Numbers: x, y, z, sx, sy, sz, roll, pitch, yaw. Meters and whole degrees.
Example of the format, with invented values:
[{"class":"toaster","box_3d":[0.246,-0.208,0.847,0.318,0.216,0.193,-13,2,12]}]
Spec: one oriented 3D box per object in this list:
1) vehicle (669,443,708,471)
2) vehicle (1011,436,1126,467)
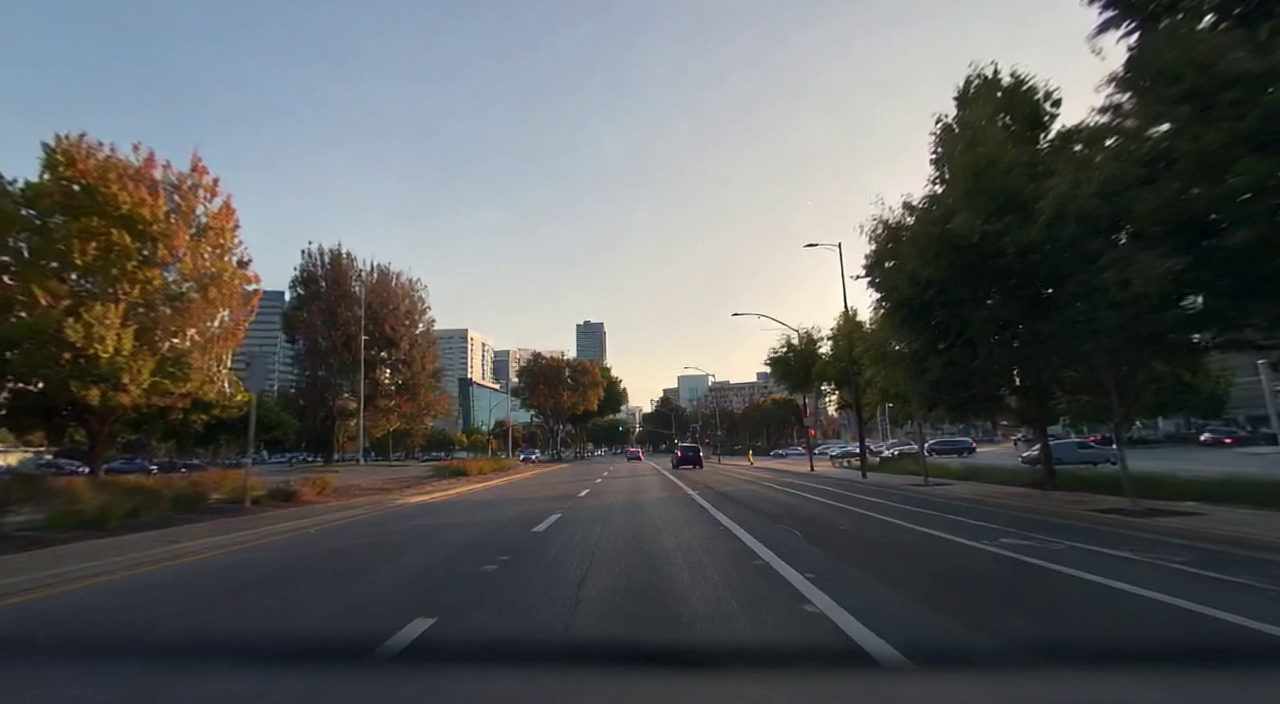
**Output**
[{"class":"vehicle","box_3d":[3.177,6.992,42.198,2.069,1.761,4.610,0,-9,-2]},{"class":"vehicle","box_3d":[21.844,5.090,32.358,4.217,1.470,2.173,-1,-9,2]}]
